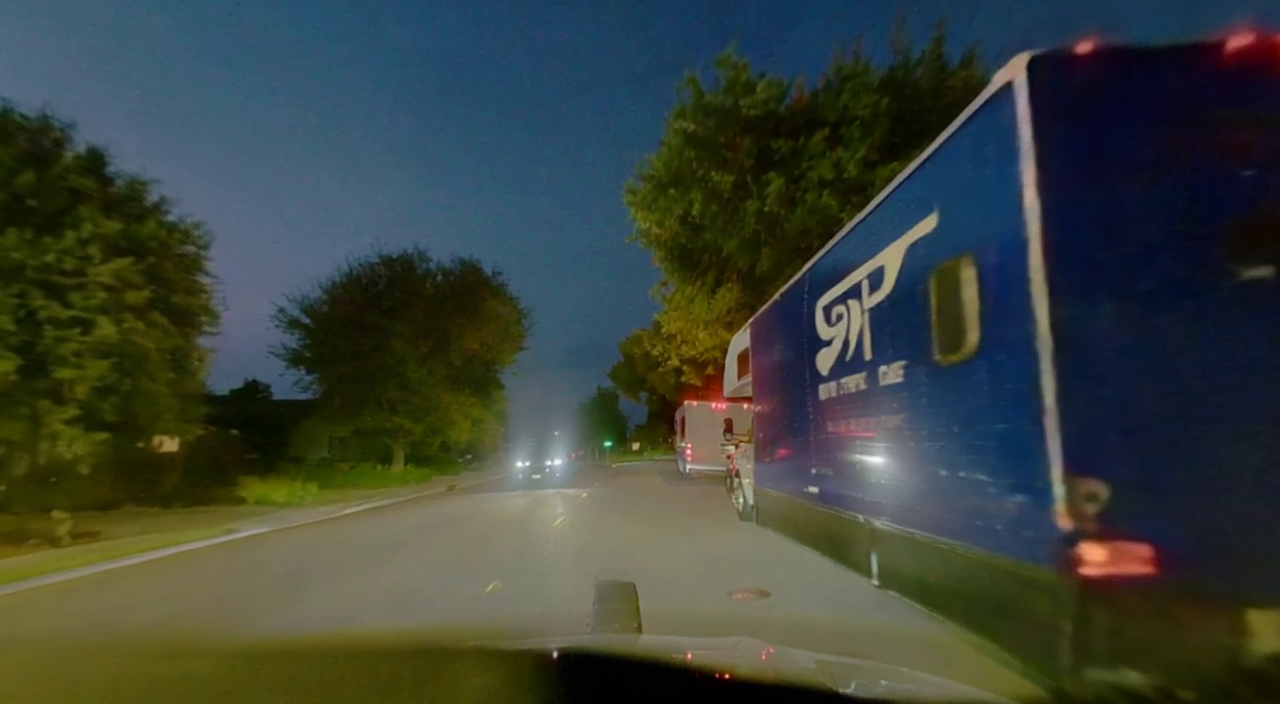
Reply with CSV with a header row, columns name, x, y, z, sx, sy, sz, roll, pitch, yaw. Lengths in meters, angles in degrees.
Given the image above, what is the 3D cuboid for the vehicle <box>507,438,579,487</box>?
name,x,y,z,sx,sy,sz,roll,pitch,yaw
vehicle,-3.725,4.339,25.083,2.194,1.763,4.288,0,-9,0

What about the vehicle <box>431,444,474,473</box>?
name,x,y,z,sx,sy,sz,roll,pitch,yaw
vehicle,-12.776,7.252,43.097,2.111,1.856,4.803,0,-9,-8

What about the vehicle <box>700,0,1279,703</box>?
name,x,y,z,sx,sy,sz,roll,pitch,yaw
vehicle,2.946,0.843,7.699,3.052,3.440,11.052,0,-8,-1
